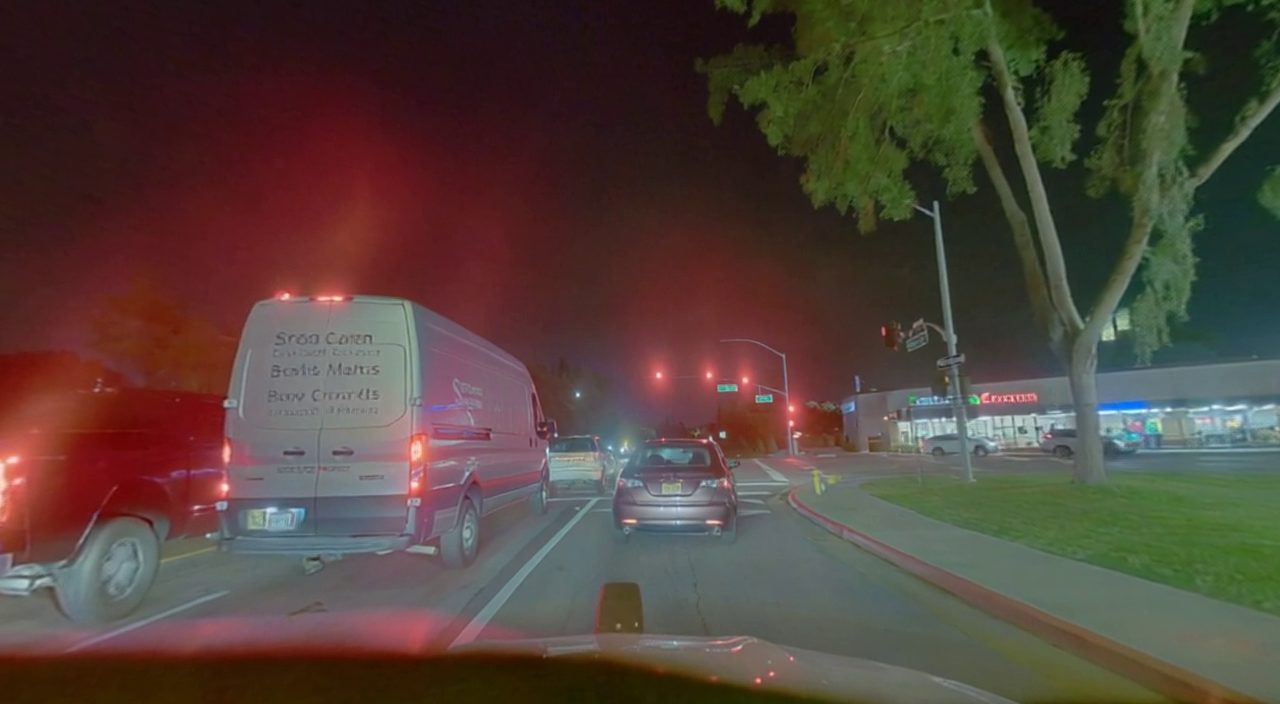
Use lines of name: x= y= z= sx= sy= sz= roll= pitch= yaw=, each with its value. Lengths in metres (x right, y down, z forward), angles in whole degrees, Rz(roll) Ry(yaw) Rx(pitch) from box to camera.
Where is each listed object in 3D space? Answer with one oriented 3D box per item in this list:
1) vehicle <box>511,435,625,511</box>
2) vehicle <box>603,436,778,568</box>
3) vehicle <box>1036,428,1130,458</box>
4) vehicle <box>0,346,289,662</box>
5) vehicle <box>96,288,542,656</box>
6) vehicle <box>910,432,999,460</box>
vehicle: x=-1.854 y=3.359 z=18.003 sx=2.130 sy=1.876 sz=4.445 roll=-1 pitch=-9 yaw=9
vehicle: x=0.935 y=2.379 z=10.880 sx=2.398 sy=1.773 sz=4.254 roll=-1 pitch=-9 yaw=7
vehicle: x=31.686 y=6.507 z=45.066 sx=5.084 sy=2.041 sz=2.360 roll=1 pitch=-9 yaw=-8
vehicle: x=-5.966 y=1.306 z=5.843 sx=2.352 sy=2.333 sz=5.197 roll=0 pitch=-9 yaw=0
vehicle: x=-3.072 y=1.365 z=8.110 sx=2.555 sy=3.035 sz=5.702 roll=0 pitch=-9 yaw=1
vehicle: x=21.656 y=6.515 z=43.413 sx=5.021 sy=1.848 sz=2.210 roll=1 pitch=-9 yaw=-9
